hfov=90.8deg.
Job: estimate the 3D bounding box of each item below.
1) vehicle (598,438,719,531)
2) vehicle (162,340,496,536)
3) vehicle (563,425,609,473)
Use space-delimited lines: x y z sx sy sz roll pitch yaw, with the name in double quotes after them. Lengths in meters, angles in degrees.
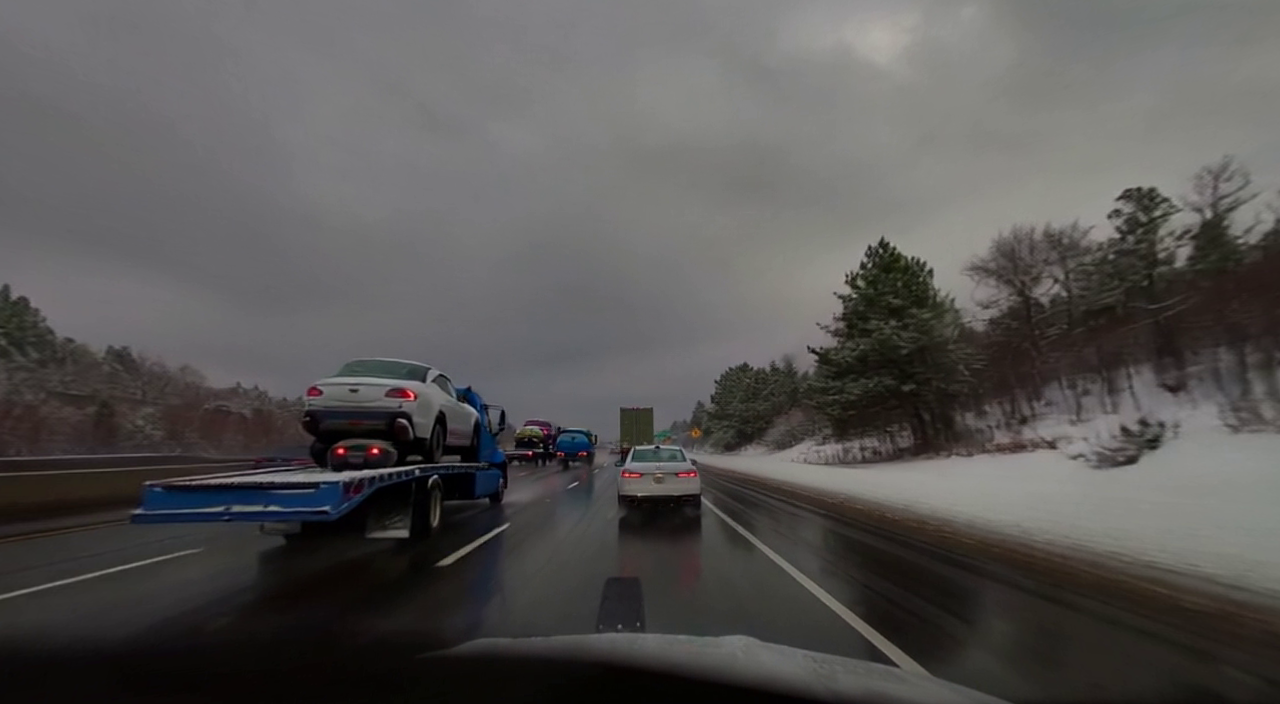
0.267 2.446 12.163 1.991 1.507 3.391 0 -9 -1 "vehicle"
-3.002 1.012 7.286 2.031 1.594 4.103 1 -9 -5 "vehicle"
-3.266 6.071 39.431 2.289 2.710 6.726 0 -9 0 "vehicle"
